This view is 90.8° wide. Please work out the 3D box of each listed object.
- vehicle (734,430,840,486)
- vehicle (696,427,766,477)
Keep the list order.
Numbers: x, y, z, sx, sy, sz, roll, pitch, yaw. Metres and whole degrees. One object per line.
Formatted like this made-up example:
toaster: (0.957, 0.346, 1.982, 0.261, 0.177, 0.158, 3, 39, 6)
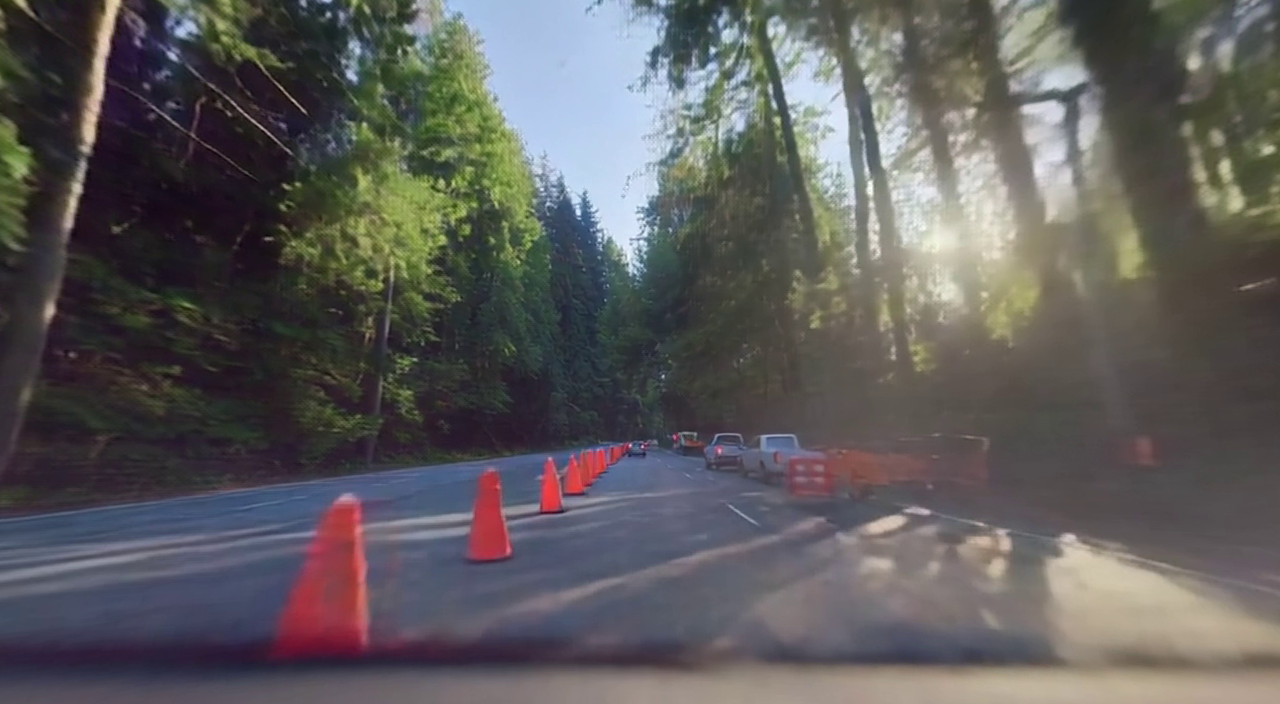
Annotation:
vehicle: (5.722, 4.241, 25.697, 2.294, 1.949, 6.246, 0, -8, -5)
vehicle: (4.685, 5.439, 33.704, 2.694, 2.177, 6.177, 1, -13, -1)
